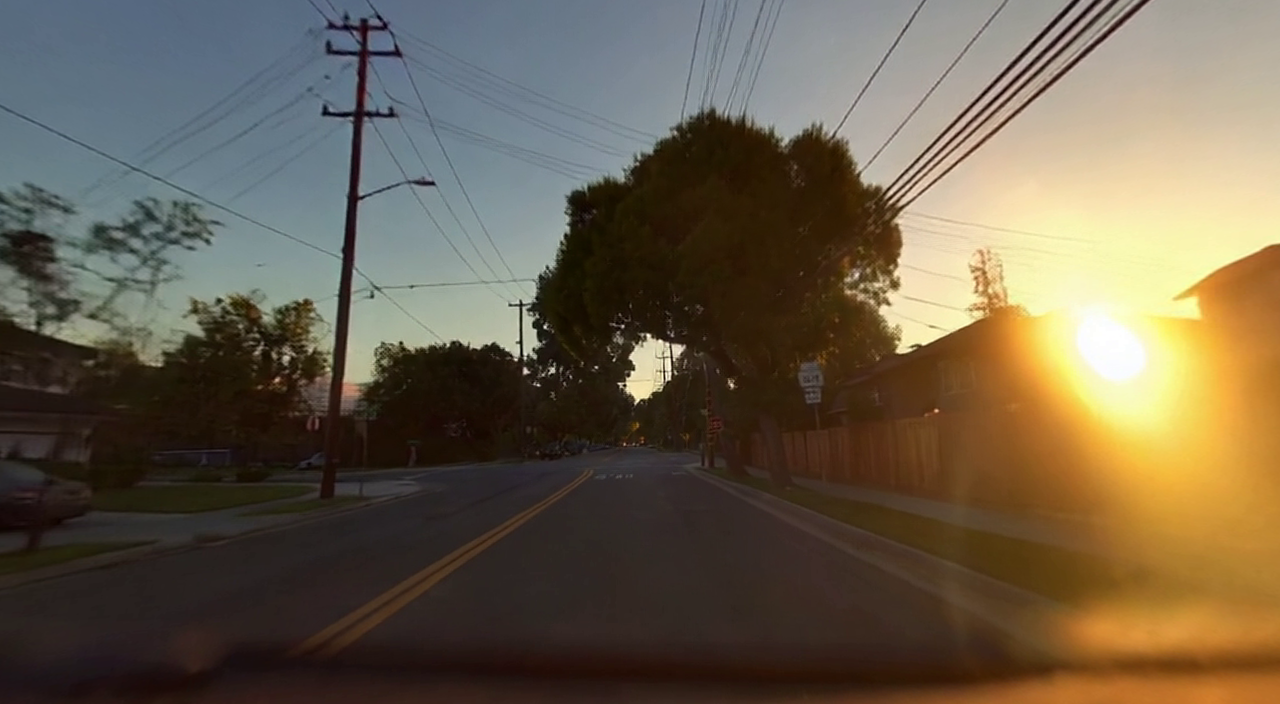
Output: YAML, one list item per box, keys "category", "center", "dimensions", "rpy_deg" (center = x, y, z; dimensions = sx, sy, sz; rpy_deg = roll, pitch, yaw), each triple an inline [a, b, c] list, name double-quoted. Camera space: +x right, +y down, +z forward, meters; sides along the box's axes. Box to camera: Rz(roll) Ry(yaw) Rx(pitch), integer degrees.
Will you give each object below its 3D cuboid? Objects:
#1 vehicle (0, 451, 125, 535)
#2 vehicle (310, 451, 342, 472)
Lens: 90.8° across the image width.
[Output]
- category: "vehicle"
  center: [-13.355, 2.718, 12.414]
  dimensions: [4.424, 1.487, 2.139]
  rpy_deg: [1, -9, -8]
- category: "vehicle"
  center: [-24.257, 8.426, 48.850]
  dimensions: [1.955, 1.448, 4.542]
  rpy_deg: [3, -8, -24]
